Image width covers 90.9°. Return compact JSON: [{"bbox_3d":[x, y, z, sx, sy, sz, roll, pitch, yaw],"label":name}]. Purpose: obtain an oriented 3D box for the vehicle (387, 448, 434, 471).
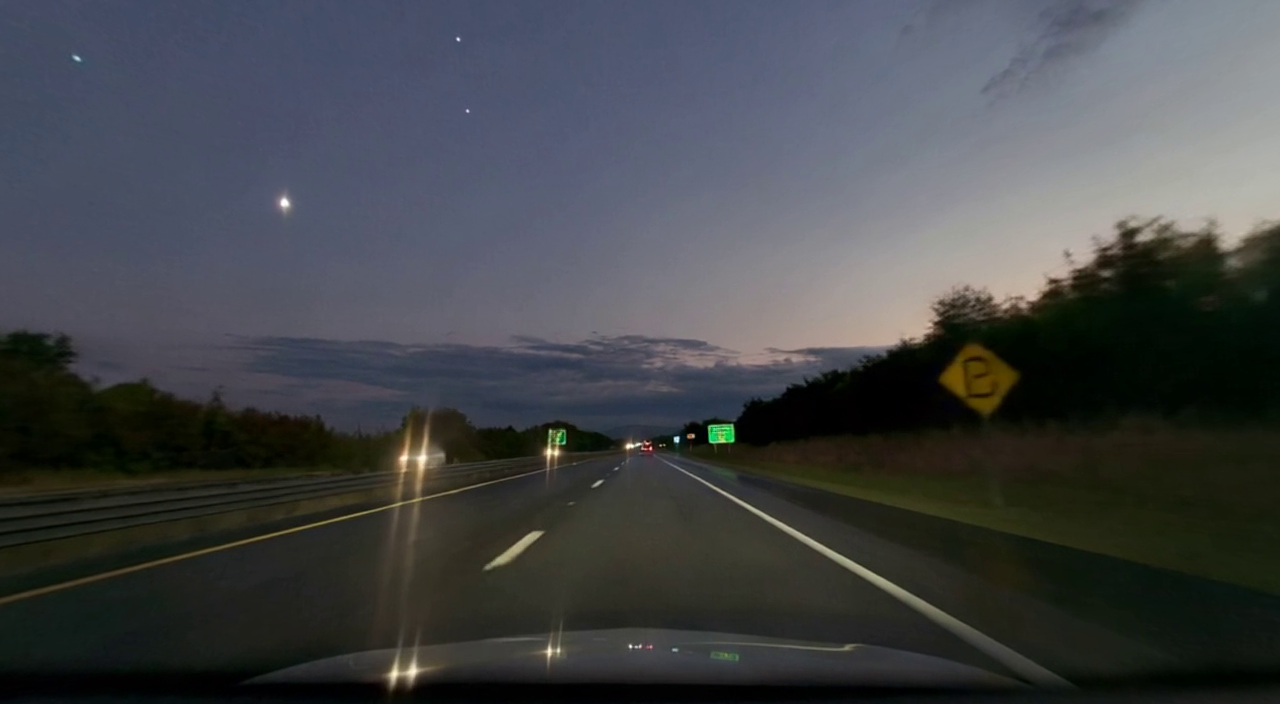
[{"bbox_3d":[-15.269,7.149,42.071,1.728,1.452,3.600,0,-9,2],"label":"vehicle"}]
